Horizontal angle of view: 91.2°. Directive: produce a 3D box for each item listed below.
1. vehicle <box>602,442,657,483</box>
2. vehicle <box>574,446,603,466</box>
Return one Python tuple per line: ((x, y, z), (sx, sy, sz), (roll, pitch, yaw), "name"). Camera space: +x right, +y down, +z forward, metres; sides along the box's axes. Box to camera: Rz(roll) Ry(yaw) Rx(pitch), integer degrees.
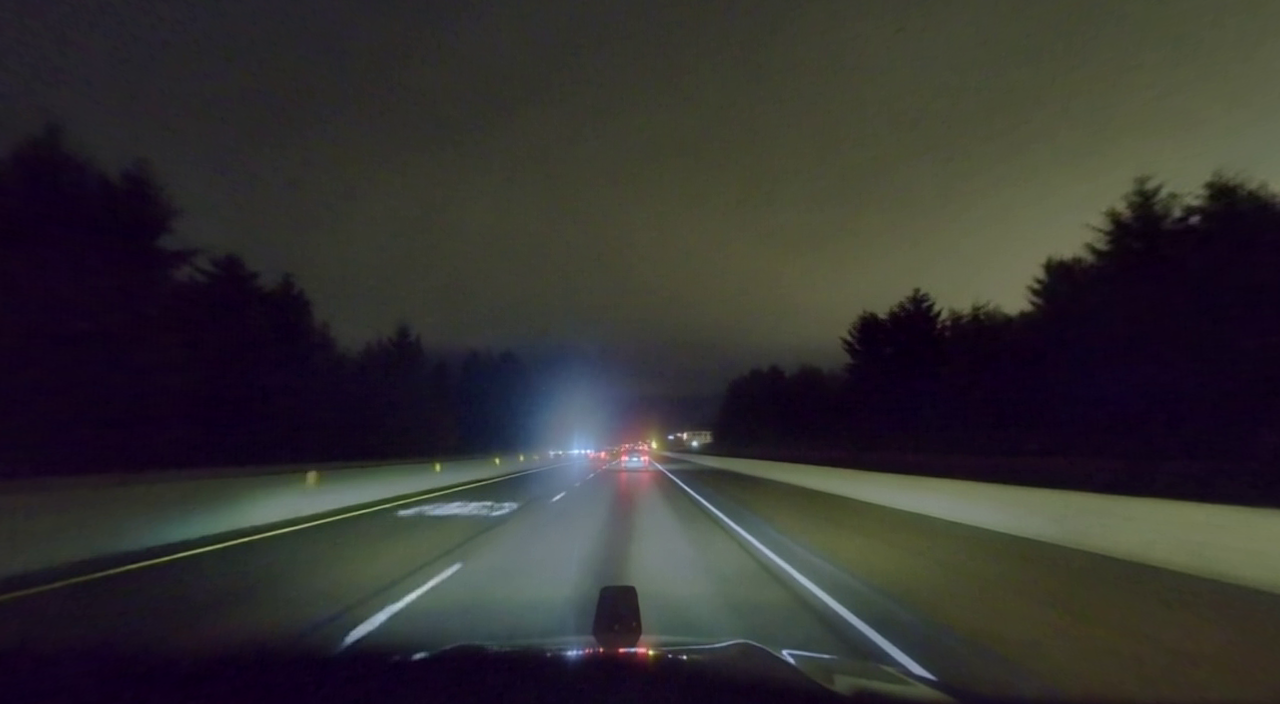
((-0.414, 4.432, 25.377), (2.066, 1.490, 3.759), (0, -9, -1), "vehicle")
((-3.919, 7.950, 48.056), (1.994, 1.470, 3.752), (0, -9, -1), "vehicle")
